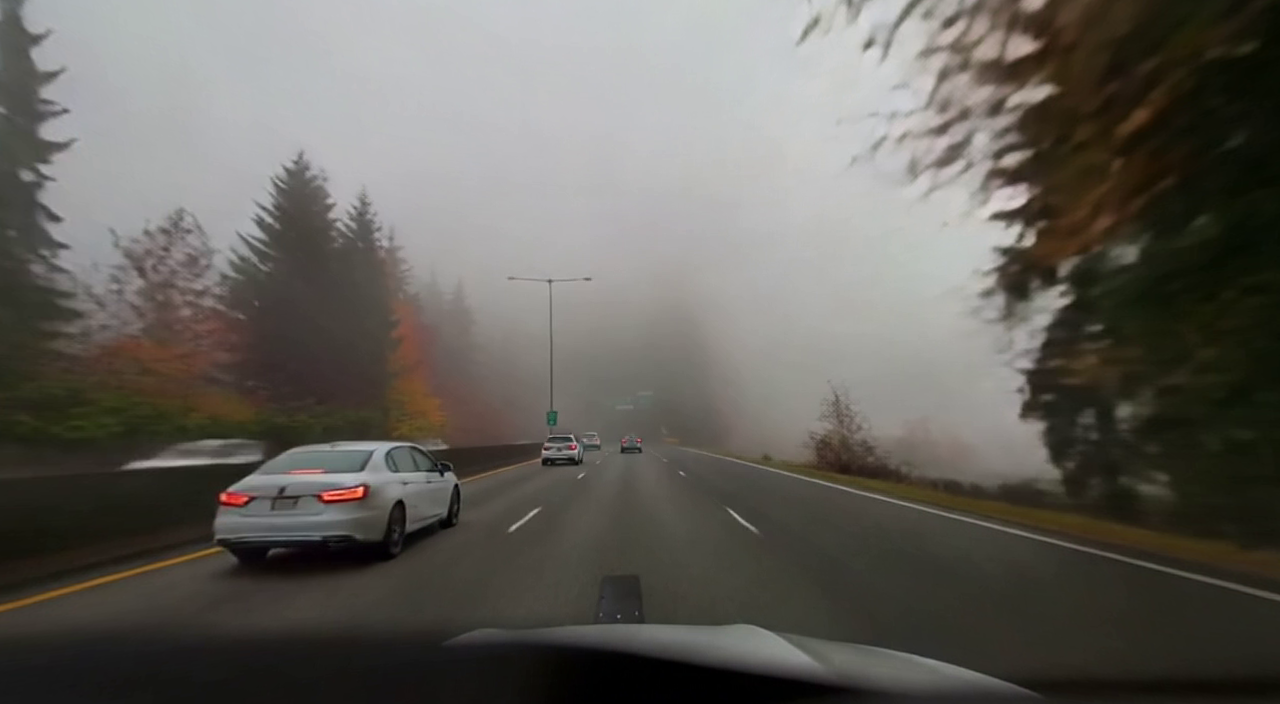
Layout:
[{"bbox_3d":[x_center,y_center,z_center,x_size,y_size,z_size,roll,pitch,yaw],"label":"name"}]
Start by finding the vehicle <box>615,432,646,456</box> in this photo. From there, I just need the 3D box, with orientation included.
[{"bbox_3d":[-0.659,6.444,44.163,2.054,1.609,3.859,0,-8,0],"label":"vehicle"}]

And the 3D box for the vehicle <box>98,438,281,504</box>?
[{"bbox_3d":[-11.970,3.131,17.148,1.903,1.544,4.199,0,-8,-1],"label":"vehicle"}]

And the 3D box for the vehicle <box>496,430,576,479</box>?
[{"bbox_3d":[-3.461,3.527,21.904,1.989,1.497,4.645,0,-8,0],"label":"vehicle"}]
